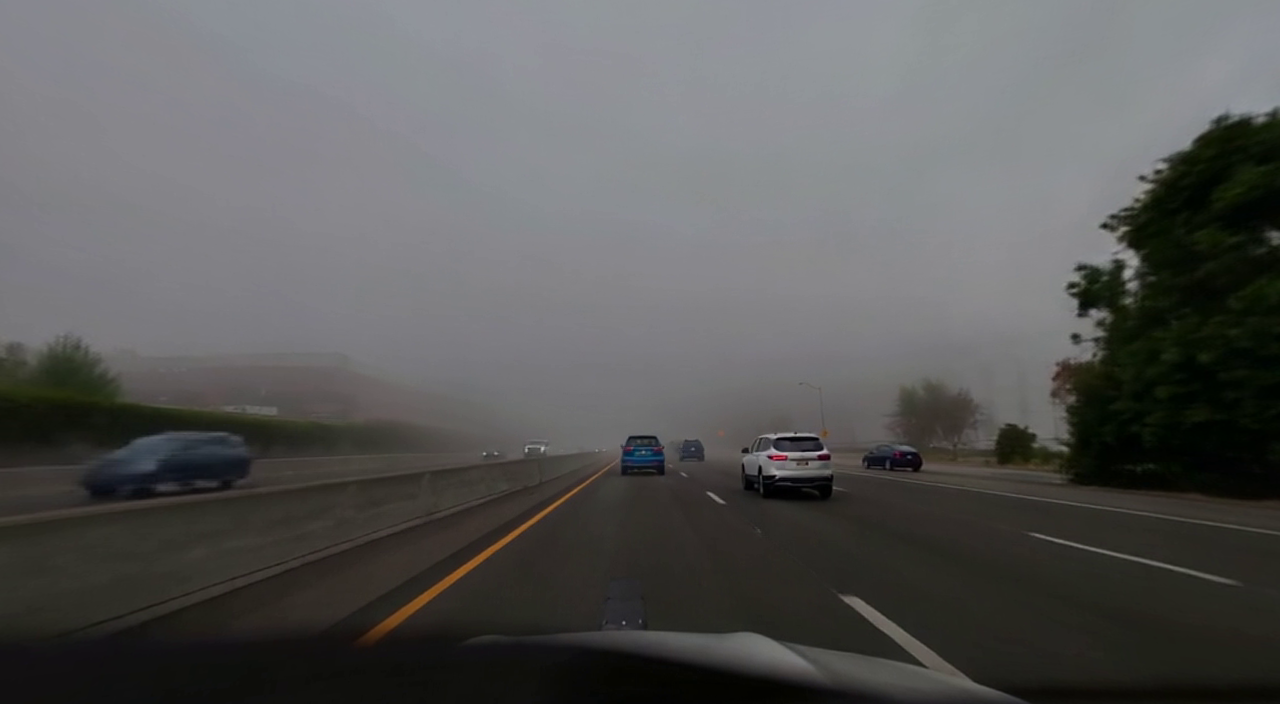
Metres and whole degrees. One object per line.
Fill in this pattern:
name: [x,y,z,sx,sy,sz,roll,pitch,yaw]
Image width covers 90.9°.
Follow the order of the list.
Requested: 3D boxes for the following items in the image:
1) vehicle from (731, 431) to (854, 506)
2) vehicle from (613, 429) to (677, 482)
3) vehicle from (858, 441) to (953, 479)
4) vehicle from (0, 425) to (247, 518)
vehicle: [3.576,2.806,15.657,2.042,1.592,4.047,0,-8,0]
vehicle: [0.201,4.064,25.026,2.290,1.862,4.454,0,-8,0]
vehicle: [10.969,4.481,26.483,2.027,1.446,4.470,0,-8,0]
vehicle: [-14.445,3.232,17.801,2.631,2.140,6.216,0,-8,0]
